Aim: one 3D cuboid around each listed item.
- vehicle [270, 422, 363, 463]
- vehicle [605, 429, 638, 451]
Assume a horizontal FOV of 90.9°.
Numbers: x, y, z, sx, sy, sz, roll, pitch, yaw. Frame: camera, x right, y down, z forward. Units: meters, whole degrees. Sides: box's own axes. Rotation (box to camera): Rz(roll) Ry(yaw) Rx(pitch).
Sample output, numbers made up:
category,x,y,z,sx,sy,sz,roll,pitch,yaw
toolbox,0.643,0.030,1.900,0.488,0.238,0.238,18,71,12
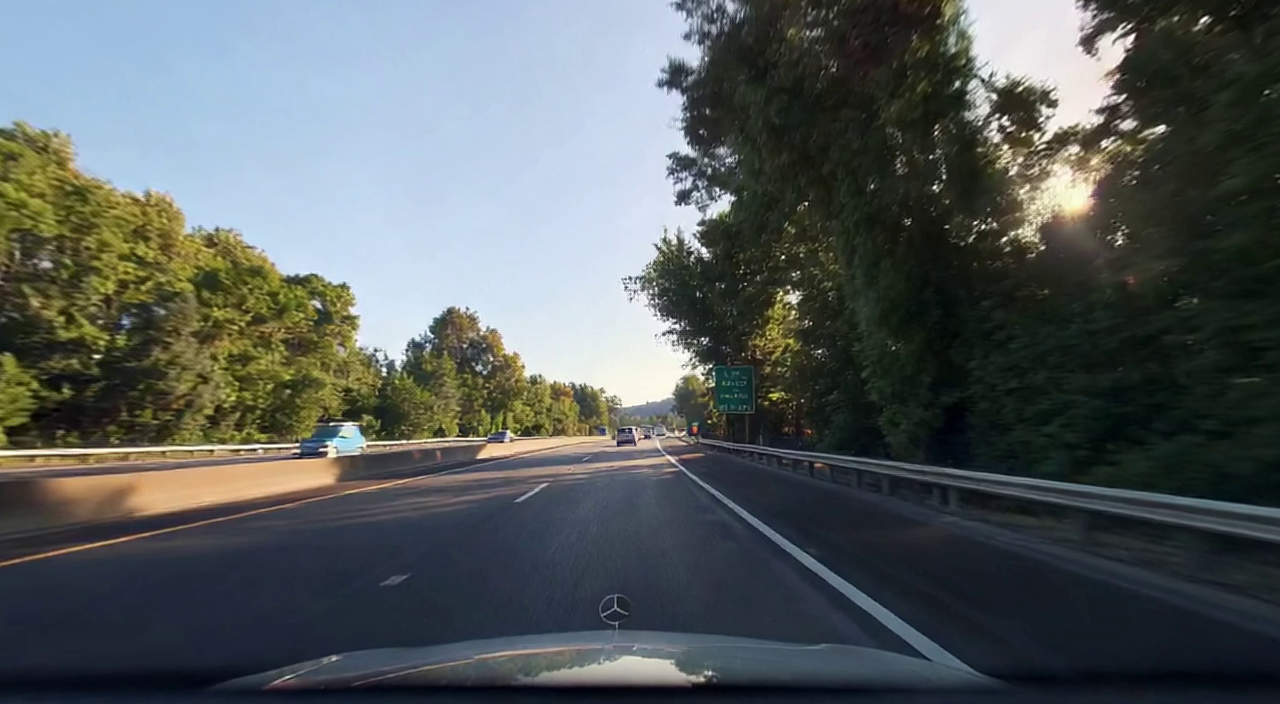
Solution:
category,x,y,z,sx,sy,sz,roll,pitch,yaw
vehicle,-16.047,4.523,31.596,2.030,1.866,4.818,0,-8,1
vehicle,-1.289,6.452,46.178,2.051,1.529,4.303,-1,-8,3
